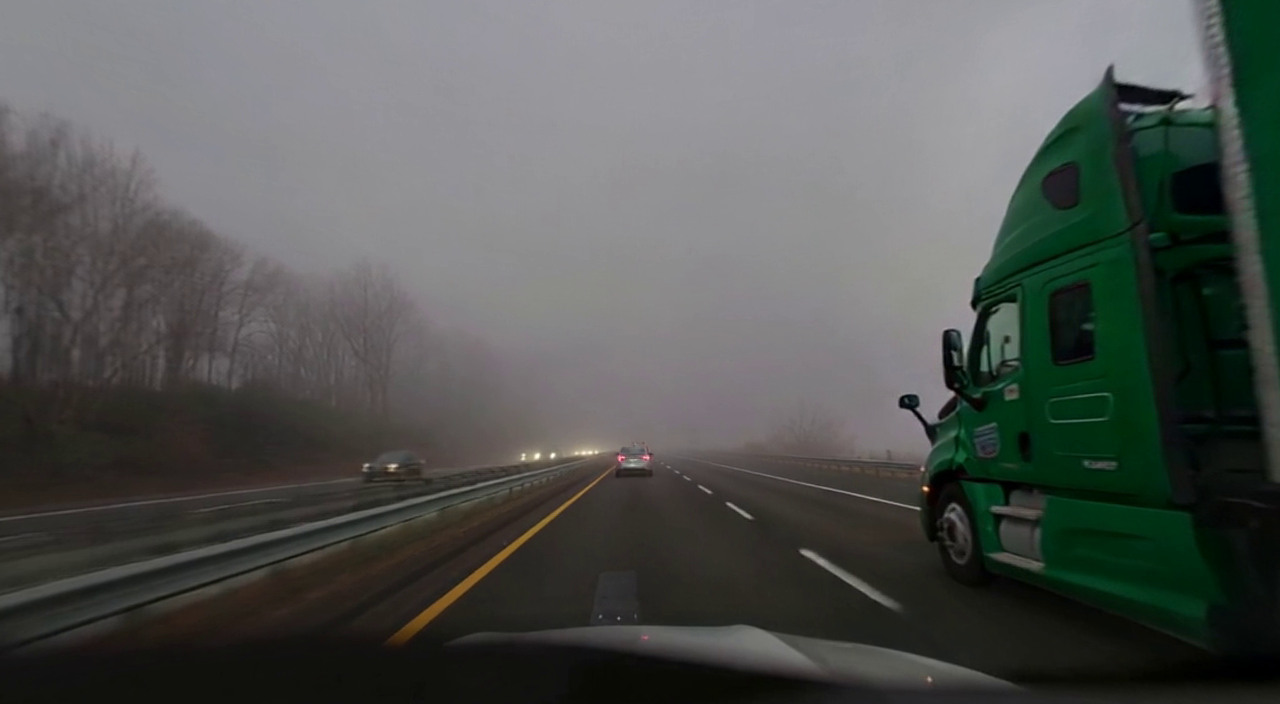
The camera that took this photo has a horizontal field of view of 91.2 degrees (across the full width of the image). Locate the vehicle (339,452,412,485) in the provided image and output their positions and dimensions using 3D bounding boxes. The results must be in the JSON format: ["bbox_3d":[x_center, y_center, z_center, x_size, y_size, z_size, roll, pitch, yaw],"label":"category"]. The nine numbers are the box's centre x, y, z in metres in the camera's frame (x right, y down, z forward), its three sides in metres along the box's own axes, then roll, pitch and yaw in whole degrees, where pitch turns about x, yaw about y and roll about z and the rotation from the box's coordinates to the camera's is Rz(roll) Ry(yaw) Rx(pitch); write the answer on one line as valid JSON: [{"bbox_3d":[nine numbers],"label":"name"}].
[{"bbox_3d":[-13.254,5.808,31.663,1.890,1.513,4.081,0,-9,0],"label":"vehicle"}]

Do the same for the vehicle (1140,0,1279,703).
[{"bbox_3d":[4.458,-0.570,0.228,3.351,3.699,5.995,0,-9,-1],"label":"vehicle"}]

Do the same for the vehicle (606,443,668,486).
[{"bbox_3d":[-0.142,4.394,24.692,2.244,1.506,4.097,0,-9,-1],"label":"vehicle"}]
